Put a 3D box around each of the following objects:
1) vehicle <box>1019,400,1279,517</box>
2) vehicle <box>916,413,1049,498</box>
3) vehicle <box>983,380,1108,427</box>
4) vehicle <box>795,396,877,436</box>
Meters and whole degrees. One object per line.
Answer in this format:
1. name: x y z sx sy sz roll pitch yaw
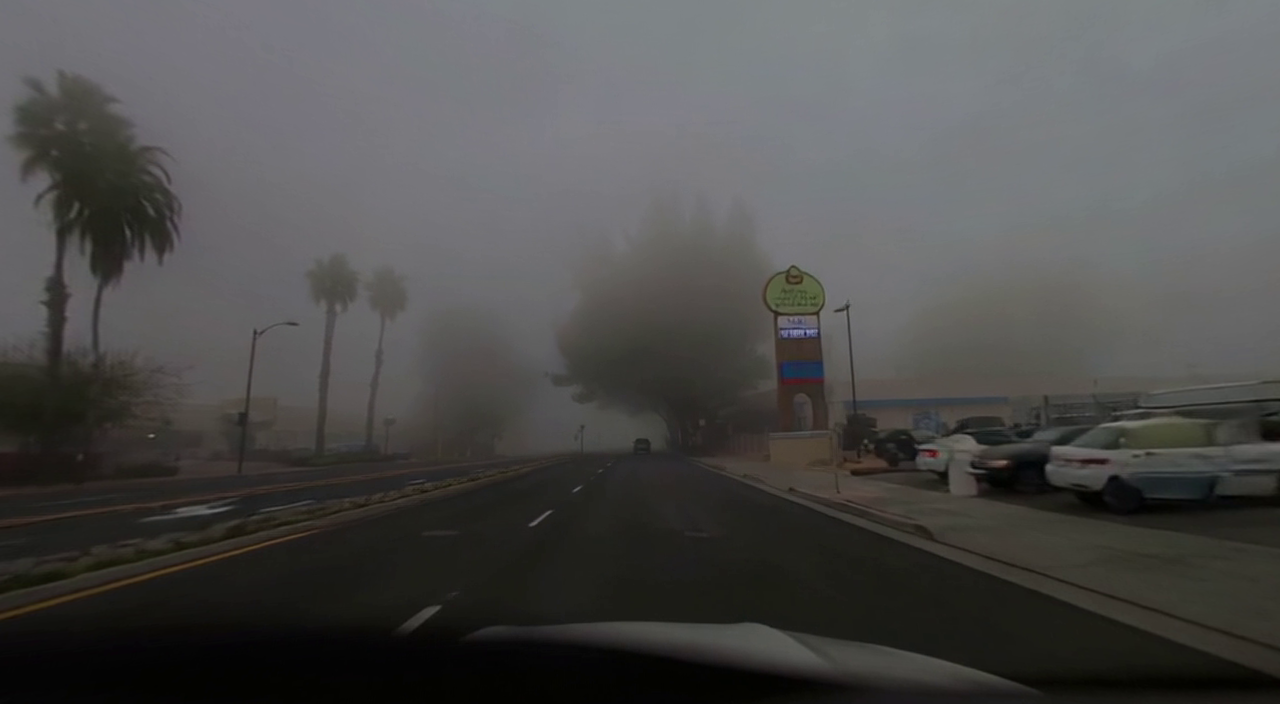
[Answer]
1. vehicle: 9.447 2.020 11.956 1.655 1.820 3.969 0 -10 -5
2. vehicle: 9.468 3.099 17.853 1.917 1.876 4.629 -6 -15 12
3. vehicle: 22.370 2.922 34.803 5.257 1.921 2.104 -13 -15 42
4. vehicle: 11.683 3.864 37.231 5.186 2.000 2.226 9 -13 -41
